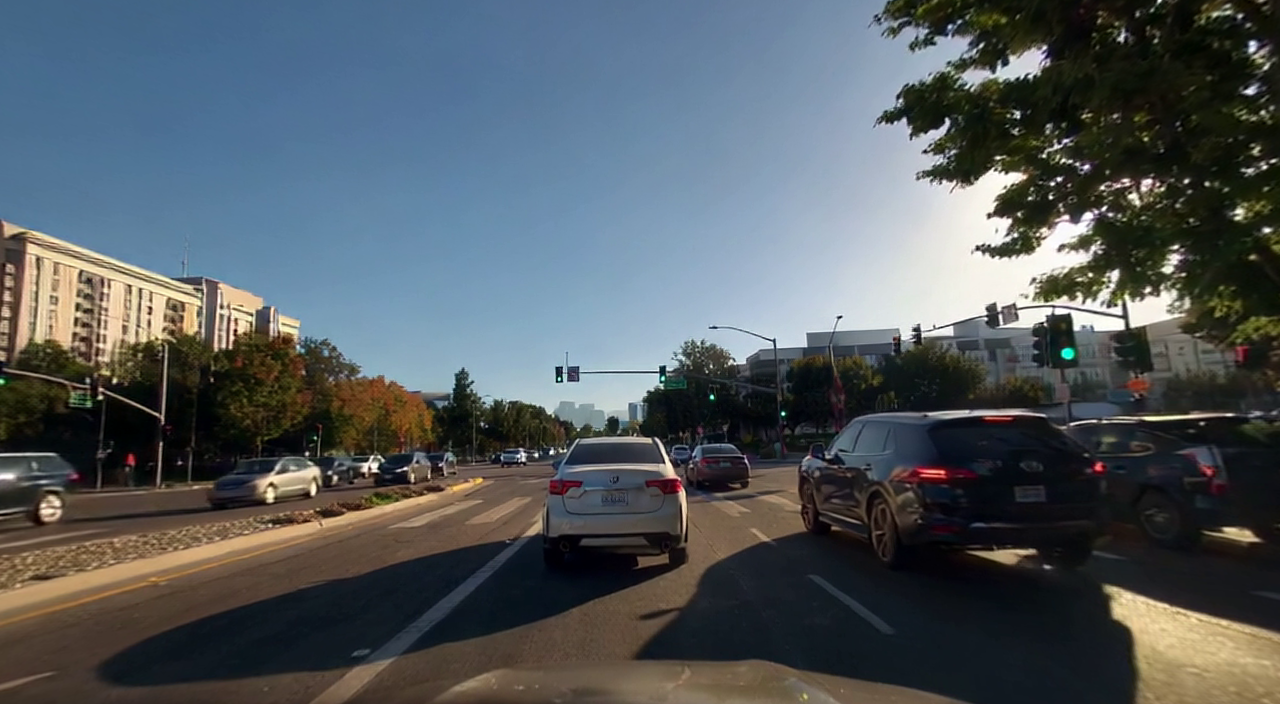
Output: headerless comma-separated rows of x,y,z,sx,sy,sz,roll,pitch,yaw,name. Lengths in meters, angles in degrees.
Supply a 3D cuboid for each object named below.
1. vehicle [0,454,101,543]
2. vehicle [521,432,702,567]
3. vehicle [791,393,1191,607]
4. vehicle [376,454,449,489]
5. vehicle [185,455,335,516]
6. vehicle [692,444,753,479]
-15.098,3.305,14.298,1.974,1.894,4.244,0,-8,0,vehicle
-0.322,1.959,9.157,2.034,1.500,3.966,0,-8,0,vehicle
3.497,1.573,7.636,2.107,1.773,4.557,0,-8,-1,vehicle
-11.452,6.023,32.192,1.992,1.562,4.361,0,-8,1,vehicle
-11.659,4.075,19.790,1.903,1.627,4.308,0,-8,2,vehicle
3.692,4.953,28.990,2.123,1.455,4.318,0,-8,-1,vehicle
